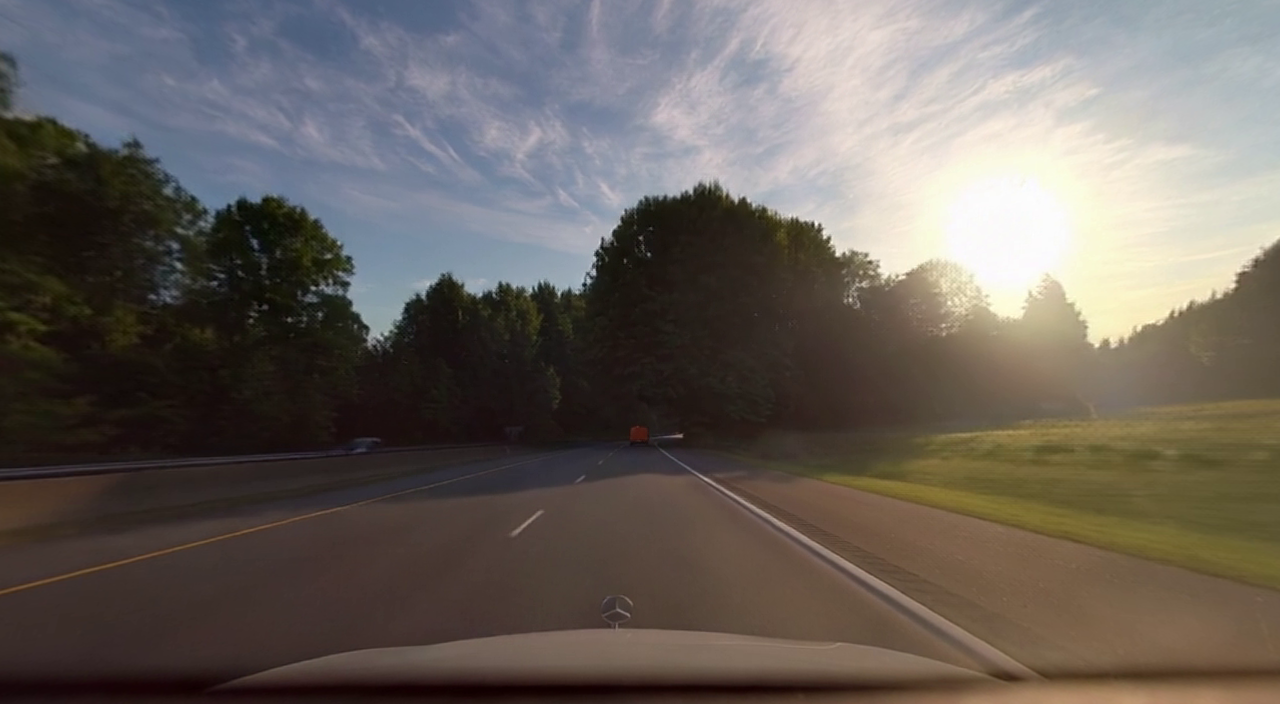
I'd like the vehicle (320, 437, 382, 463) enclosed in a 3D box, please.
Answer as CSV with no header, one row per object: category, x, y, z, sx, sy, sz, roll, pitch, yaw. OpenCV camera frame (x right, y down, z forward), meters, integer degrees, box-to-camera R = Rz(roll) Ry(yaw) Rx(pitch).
vehicle,-17.808,6.057,39.078,1.807,1.507,4.263,0,-8,0
